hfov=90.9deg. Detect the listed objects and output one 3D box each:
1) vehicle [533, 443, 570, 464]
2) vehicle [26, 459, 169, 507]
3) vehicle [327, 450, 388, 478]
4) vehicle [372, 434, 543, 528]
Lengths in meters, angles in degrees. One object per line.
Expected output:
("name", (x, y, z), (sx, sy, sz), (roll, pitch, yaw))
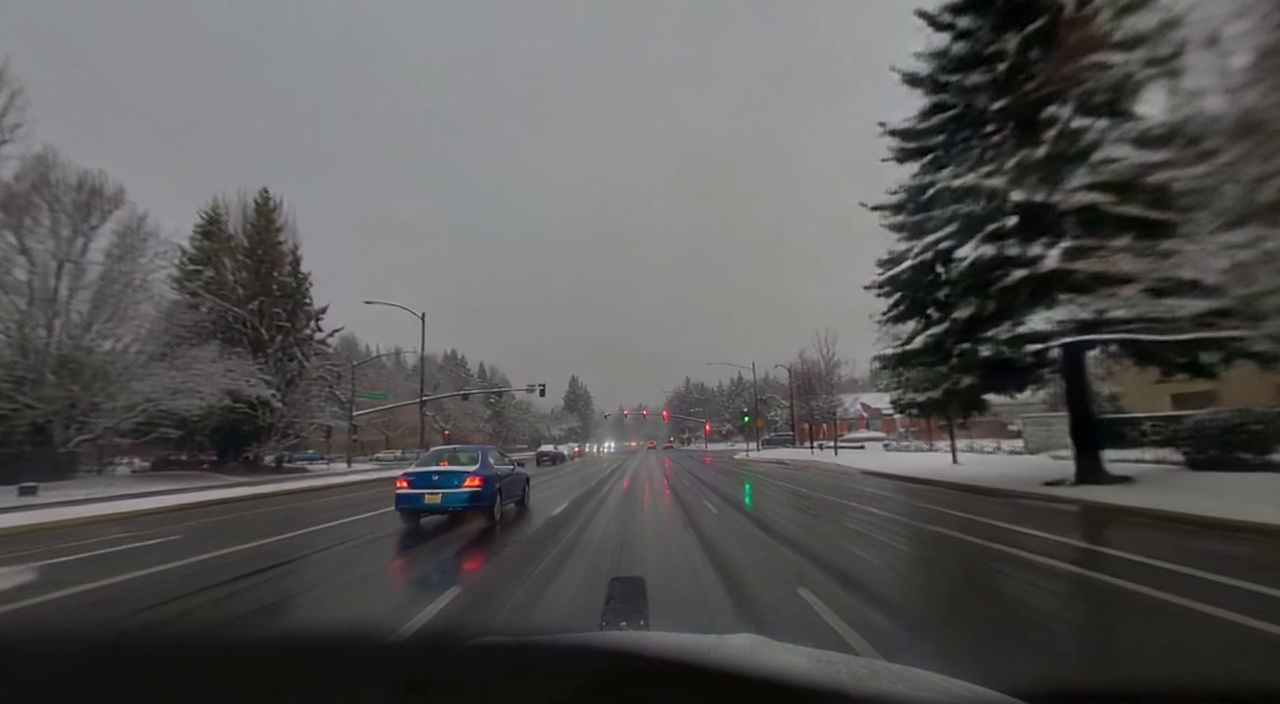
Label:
("vehicle", (-6.441, 7.424, 46.114), (2.006, 1.461, 4.476), (0, -9, 1))
("vehicle", (-22.006, 5.285, 25.851), (1.982, 1.656, 4.316), (0, -9, 1))
("vehicle", (-17.726, 7.044, 39.772), (1.832, 1.628, 4.222), (0, -9, 1))
("vehicle", (-3.248, 2.385, 12.274), (1.924, 1.480, 4.421), (0, -9, 1))
